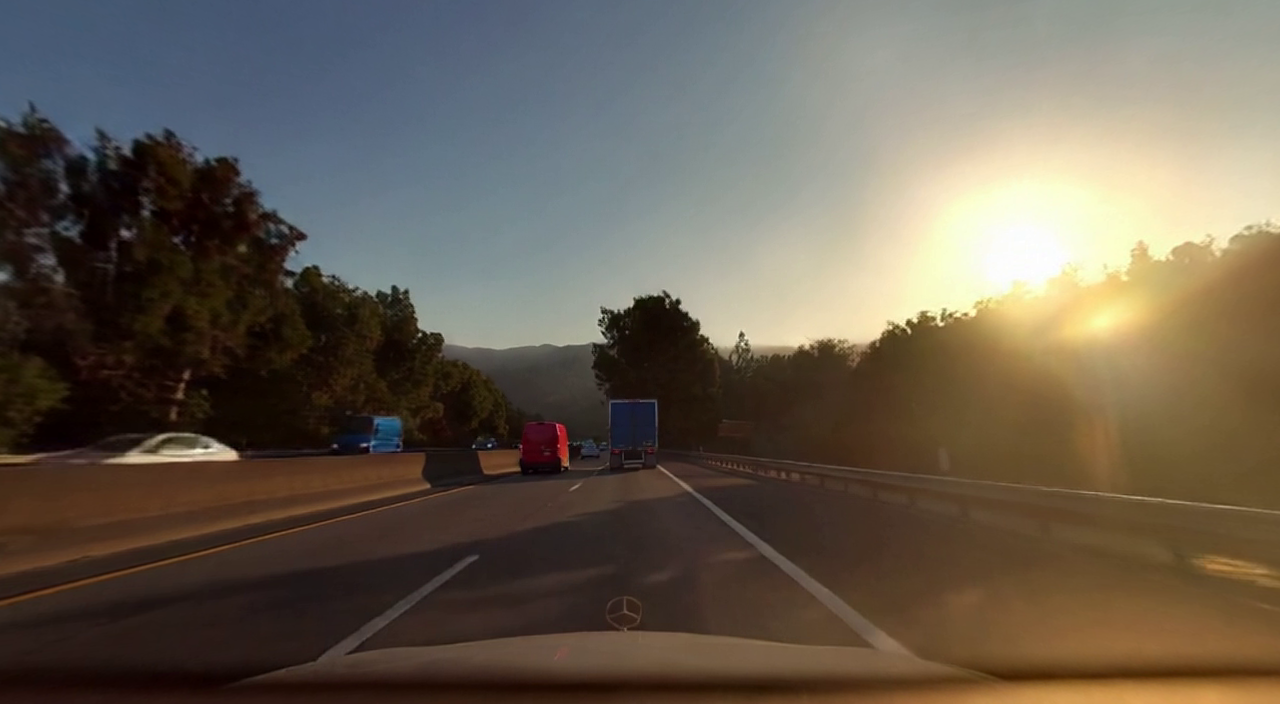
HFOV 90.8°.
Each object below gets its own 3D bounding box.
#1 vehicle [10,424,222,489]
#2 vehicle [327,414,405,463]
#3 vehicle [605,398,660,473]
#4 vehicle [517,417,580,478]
[{"bbox_3d":[-13.372,2.713,16.542,1.897,1.471,4.275,0,-9,0],"label":"vehicle"},{"bbox_3d":[-17.914,5.761,41.729,2.450,2.949,5.978,0,-9,0],"label":"vehicle"},{"bbox_3d":[-0.469,5.332,39.536,2.995,4.036,10.311,0,-9,-1],"label":"vehicle"},{"bbox_3d":[-4.475,4.859,32.078,2.357,2.786,6.144,0,-9,-1],"label":"vehicle"}]
